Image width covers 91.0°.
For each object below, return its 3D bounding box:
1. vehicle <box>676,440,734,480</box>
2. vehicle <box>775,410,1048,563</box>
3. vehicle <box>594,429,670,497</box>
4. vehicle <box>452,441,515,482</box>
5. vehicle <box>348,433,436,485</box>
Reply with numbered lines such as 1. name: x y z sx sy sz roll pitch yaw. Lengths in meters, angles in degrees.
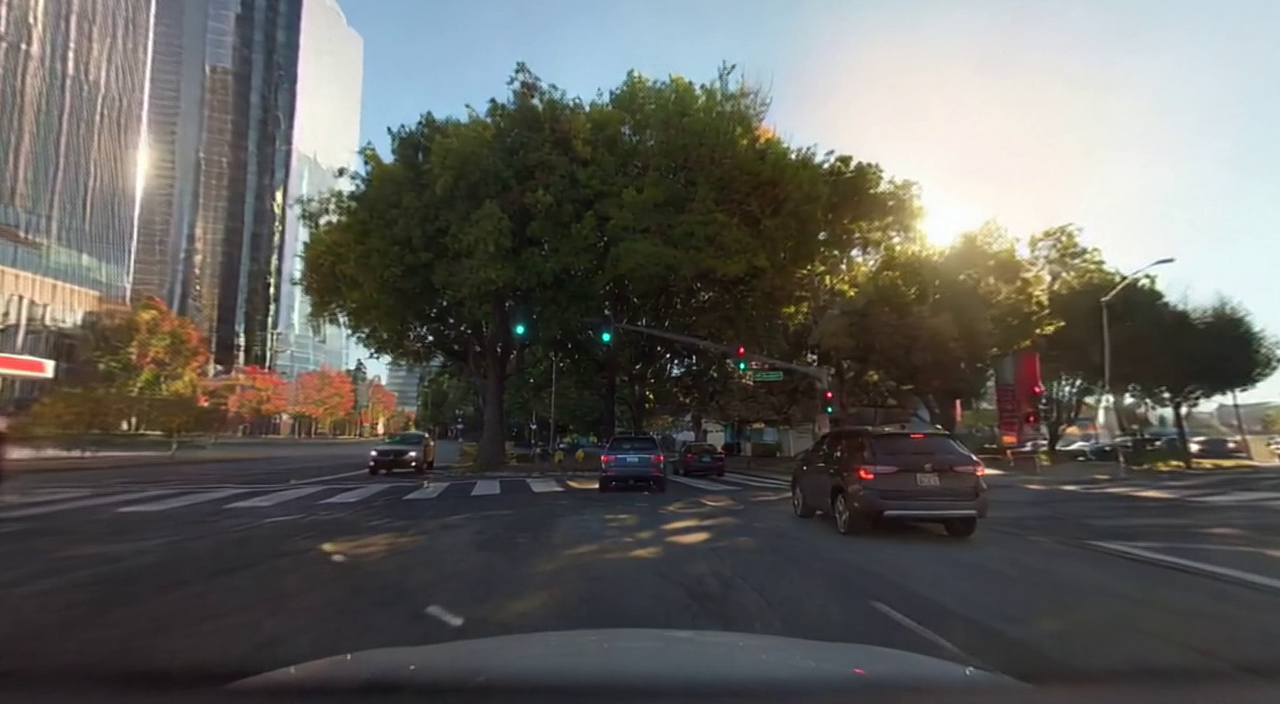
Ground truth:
1. vehicle: 2.766 4.698 27.634 1.800 1.592 3.658 1 -8 -6
2. vehicle: 3.603 1.863 9.430 2.000 1.745 4.206 0 -8 -3
3. vehicle: -0.320 3.296 19.082 2.051 1.798 4.168 0 -8 -3
4. vehicle: -6.325 4.456 25.942 1.987 1.505 4.337 1 -8 -7
5. vehicle: -9.219 3.987 23.834 1.992 1.755 4.283 1 -8 -6
